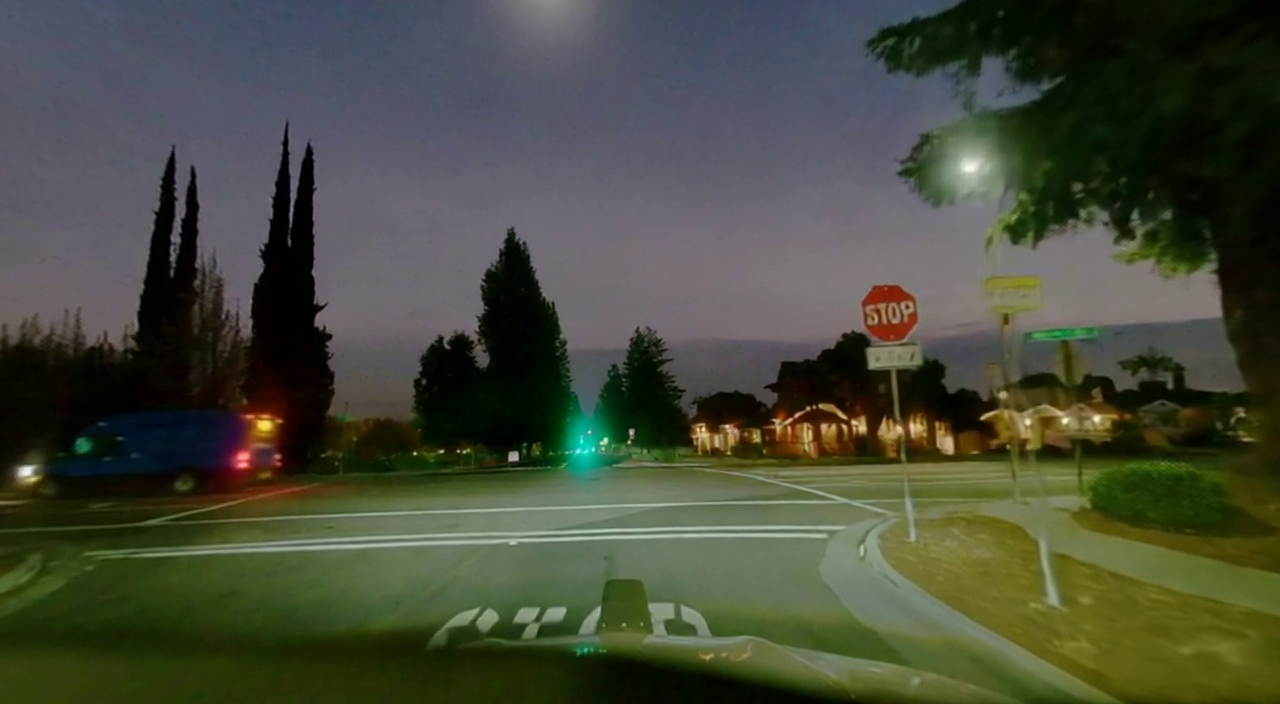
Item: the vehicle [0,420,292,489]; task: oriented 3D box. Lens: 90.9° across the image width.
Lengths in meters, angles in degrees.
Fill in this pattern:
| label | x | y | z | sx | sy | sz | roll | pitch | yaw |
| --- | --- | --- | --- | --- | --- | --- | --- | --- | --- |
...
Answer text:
| label | x | y | z | sx | sy | sz | roll | pitch | yaw |
| --- | --- | --- | --- | --- | --- | --- | --- | --- | --- |
| vehicle | -15.084 | 3.171 | 19.671 | 6.877 | 1.941 | 2.405 | 1 | -8 | -6 |
